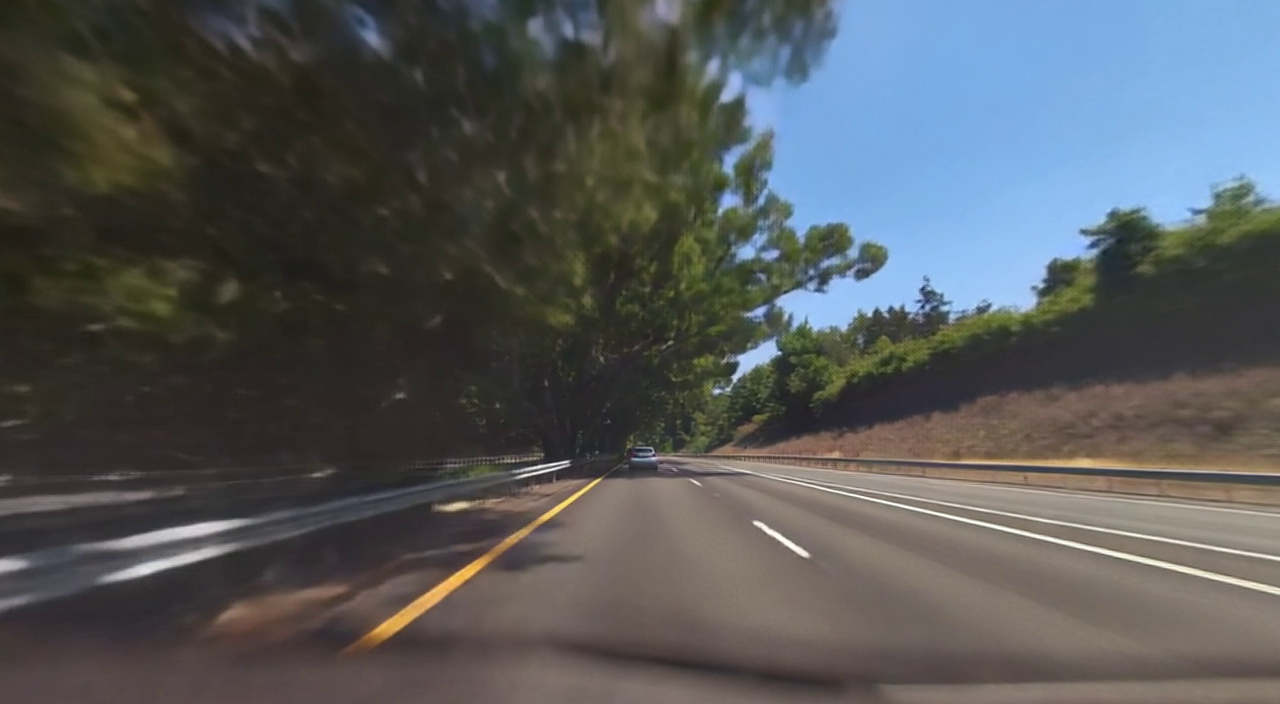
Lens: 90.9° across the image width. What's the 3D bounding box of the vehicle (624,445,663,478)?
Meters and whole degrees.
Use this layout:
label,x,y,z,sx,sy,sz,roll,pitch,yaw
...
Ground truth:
label,x,y,z,sx,sy,sz,roll,pitch,yaw
vehicle,0.154,5.803,33.547,1.987,1.658,3.620,0,-9,-1
